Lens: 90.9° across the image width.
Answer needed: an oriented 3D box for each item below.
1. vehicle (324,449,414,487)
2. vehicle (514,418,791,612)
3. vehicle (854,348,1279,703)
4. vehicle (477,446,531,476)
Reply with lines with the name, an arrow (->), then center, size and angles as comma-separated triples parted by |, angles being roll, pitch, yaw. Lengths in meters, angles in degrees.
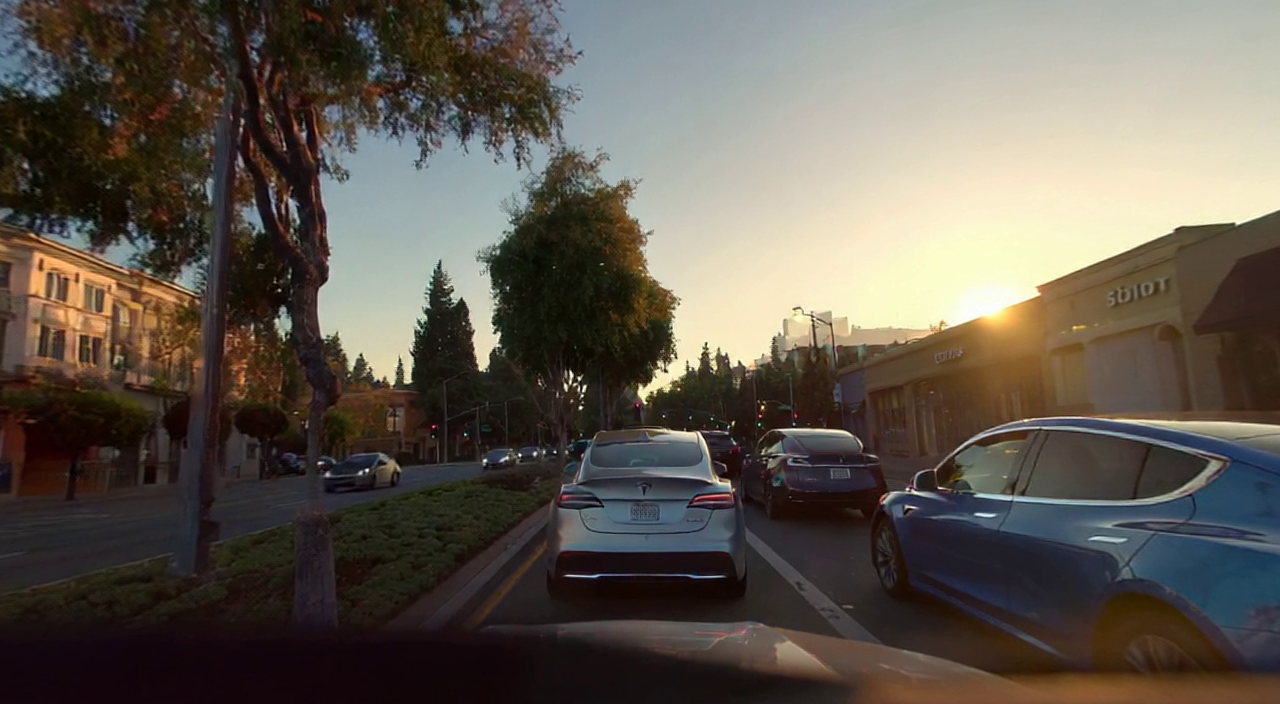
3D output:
vehicle -> -11.745, 5.010, 27.658 | 1.892, 1.479, 4.355 | 0, -8, 2
vehicle -> 0.105, 1.560, 6.926 | 2.137, 1.488, 3.938 | 0, -8, 0
vehicle -> 3.188, 1.101, 4.061 | 2.038, 1.651, 4.455 | 0, -8, 0
vehicle -> -7.510, 6.040, 35.184 | 1.979, 1.490, 4.225 | 0, -8, 1
